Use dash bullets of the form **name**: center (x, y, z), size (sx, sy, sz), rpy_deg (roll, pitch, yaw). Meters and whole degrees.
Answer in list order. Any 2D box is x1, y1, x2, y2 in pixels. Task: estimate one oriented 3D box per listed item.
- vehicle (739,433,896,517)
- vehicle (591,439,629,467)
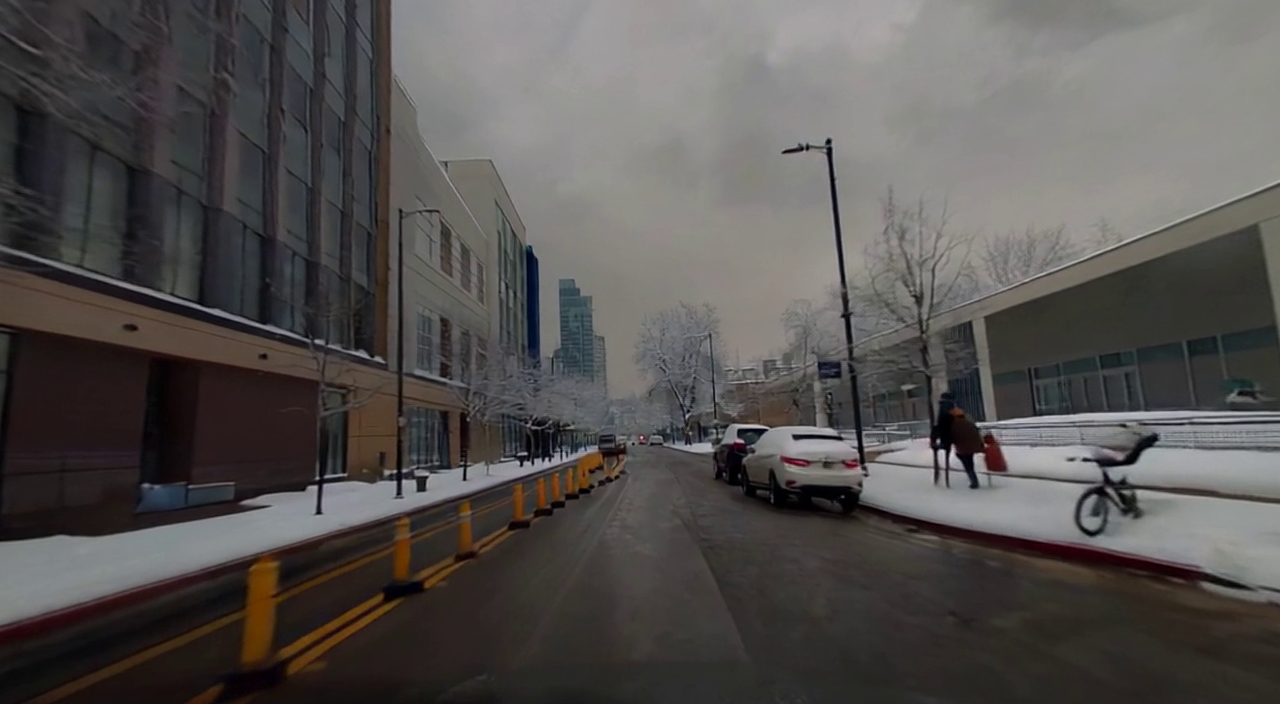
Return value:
- **vehicle**: center (3.559, 2.526, 13.607), size (2.020, 1.448, 4.220), rpy_deg (-1, -8, -2)
- **vehicle**: center (-1.700, 5.880, 36.988), size (2.035, 1.506, 4.075), rpy_deg (-1, -8, -1)
